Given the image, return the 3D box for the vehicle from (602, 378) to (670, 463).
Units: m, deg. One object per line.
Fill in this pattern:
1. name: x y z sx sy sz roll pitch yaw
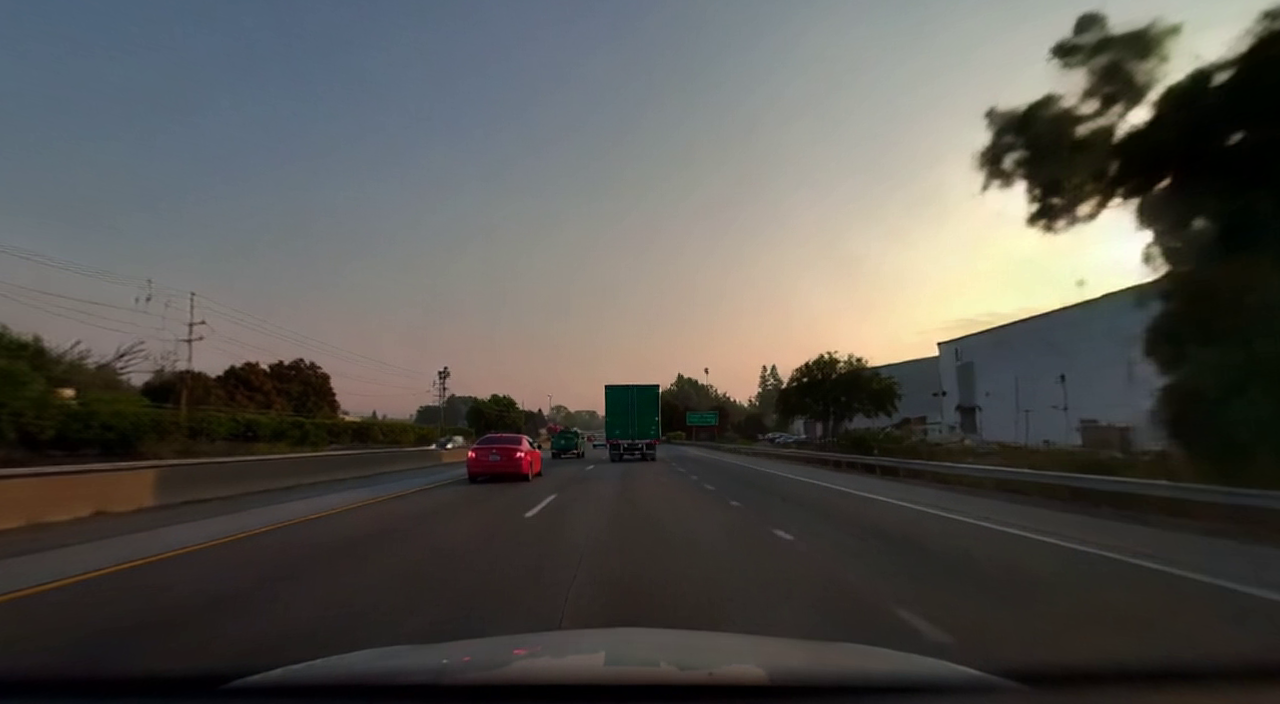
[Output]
1. vehicle: -0.340 3.966 35.304 3.259 4.066 9.891 0 -8 -2

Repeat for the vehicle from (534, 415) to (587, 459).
1. vehicle: -5.139 5.677 42.086 2.717 2.714 6.997 0 -8 -1

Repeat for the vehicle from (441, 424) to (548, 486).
1. vehicle: -4.219 3.069 19.252 2.005 1.602 5.131 0 -8 1
